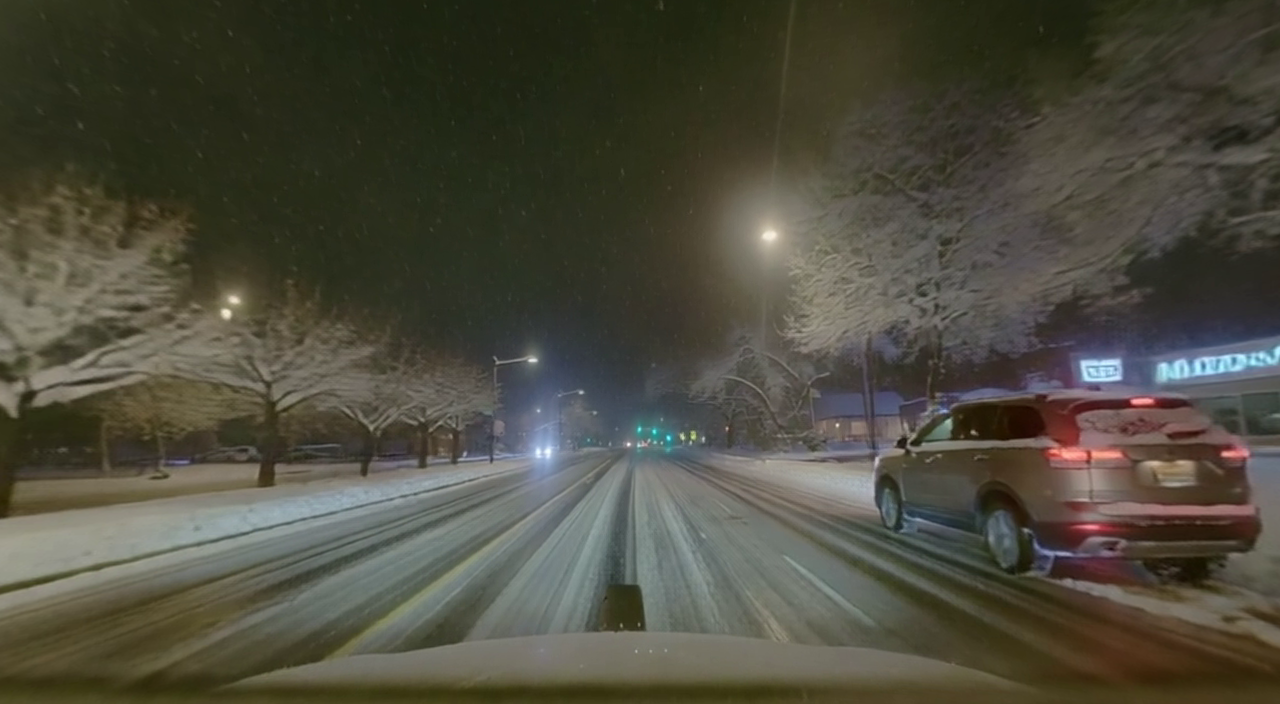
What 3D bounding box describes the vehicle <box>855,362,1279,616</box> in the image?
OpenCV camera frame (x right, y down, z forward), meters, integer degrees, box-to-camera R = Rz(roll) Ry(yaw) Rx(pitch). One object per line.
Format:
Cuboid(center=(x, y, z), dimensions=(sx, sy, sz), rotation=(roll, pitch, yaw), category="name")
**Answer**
Cuboid(center=(4.641, 1.425, 7.534), dimensions=(2.185, 1.956, 5.128), rotation=(0, -8, -2), category="vehicle")
